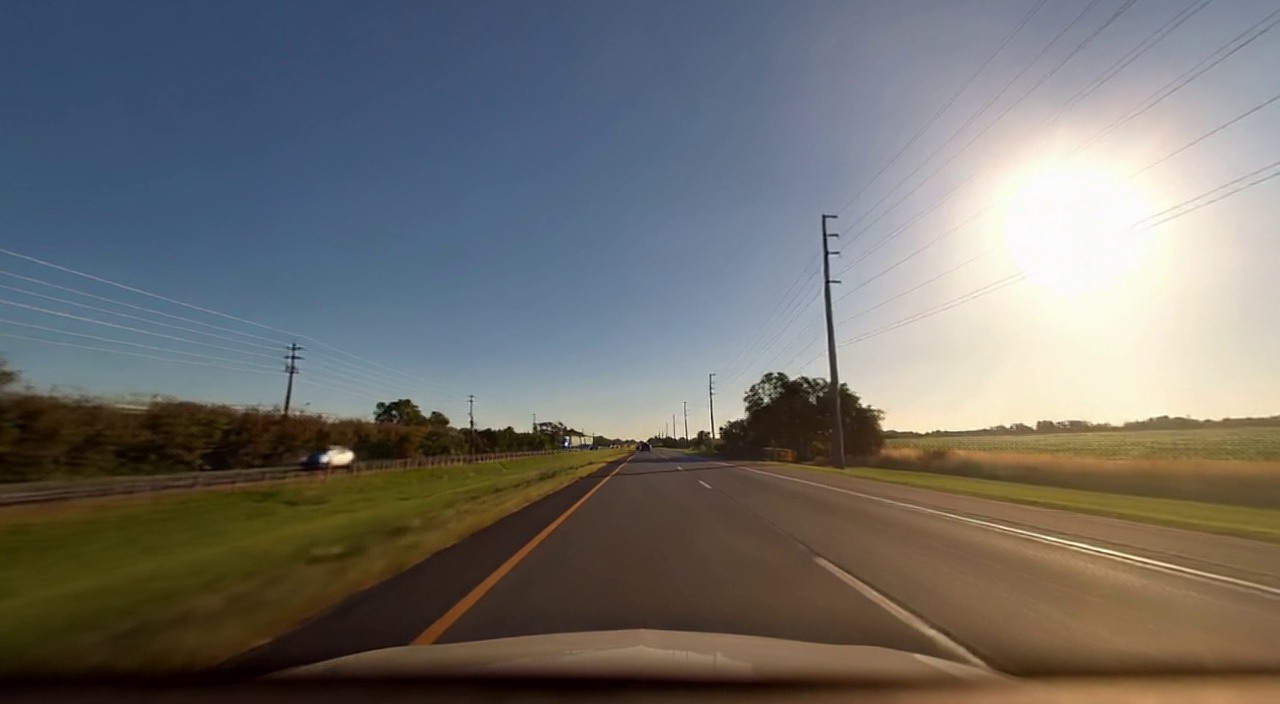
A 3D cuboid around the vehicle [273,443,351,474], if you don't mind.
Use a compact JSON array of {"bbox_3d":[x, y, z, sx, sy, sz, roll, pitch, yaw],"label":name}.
[{"bbox_3d":[-20.064,6.535,38.680,2.055,1.743,4.959,-1,-9,1],"label":"vehicle"}]
